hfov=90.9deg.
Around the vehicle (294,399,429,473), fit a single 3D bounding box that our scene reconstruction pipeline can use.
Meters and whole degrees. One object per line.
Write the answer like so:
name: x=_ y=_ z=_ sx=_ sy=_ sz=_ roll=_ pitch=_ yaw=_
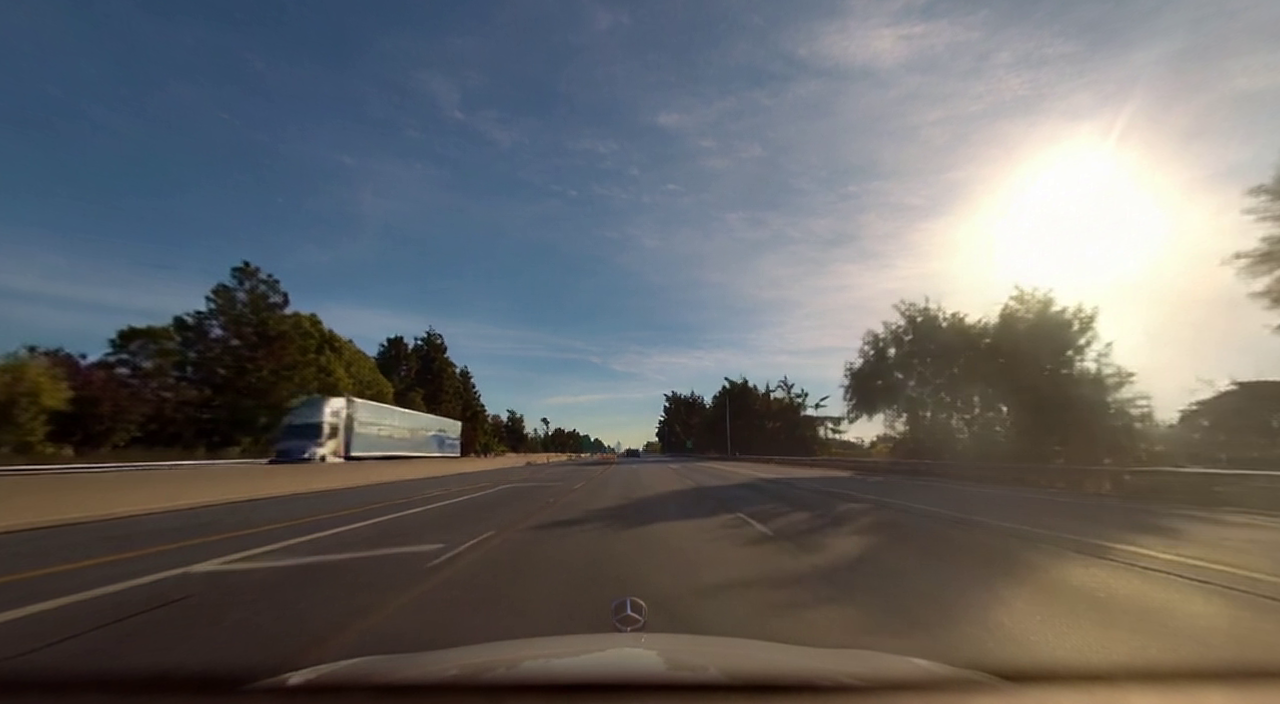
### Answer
vehicle: x=-15.975 y=5.106 z=37.463 sx=3.043 sy=3.740 sz=10.678 roll=0 pitch=-9 yaw=0
